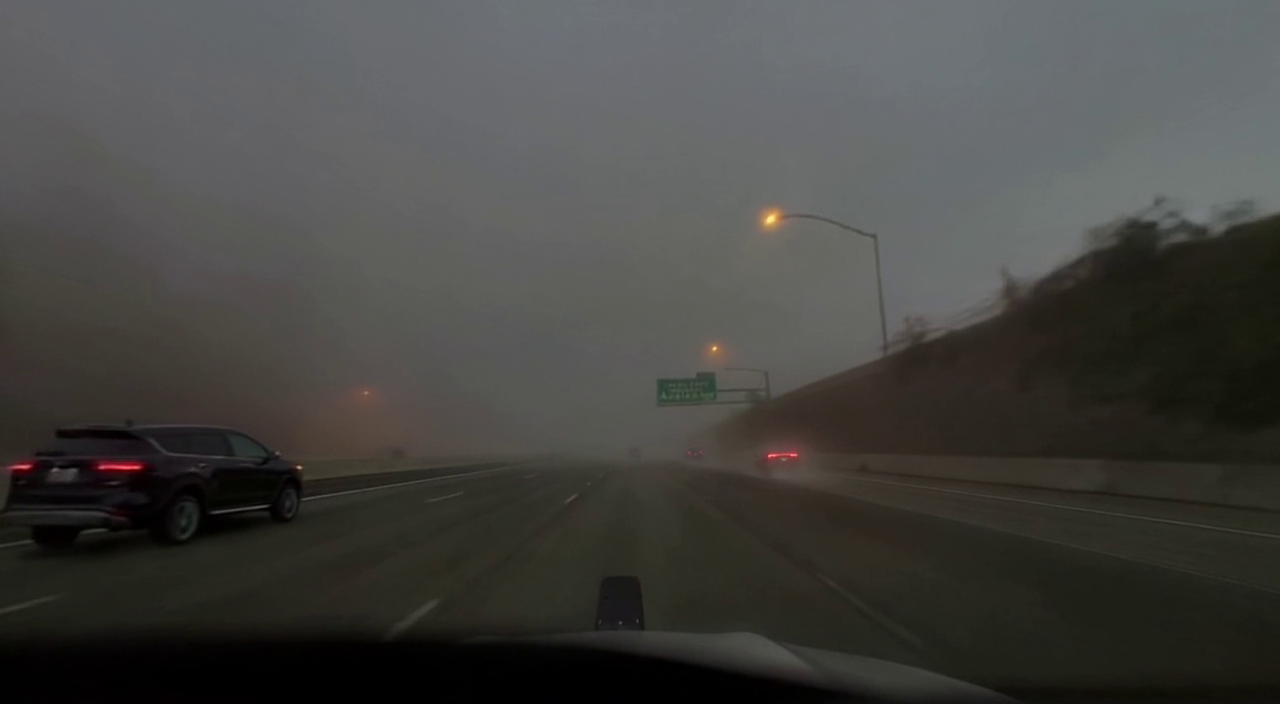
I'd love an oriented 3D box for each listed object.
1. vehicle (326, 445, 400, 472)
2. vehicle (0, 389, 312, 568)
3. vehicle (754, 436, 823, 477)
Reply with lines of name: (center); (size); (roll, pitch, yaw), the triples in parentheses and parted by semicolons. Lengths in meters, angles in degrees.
vehicle: (-18.731, 7.231, 42.972); (2.294, 1.719, 5.798); (0, -9, 1)
vehicle: (-7.692, 1.816, 9.724); (2.431, 2.005, 5.166); (0, -9, 0)
vehicle: (7.000, 4.995, 30.253); (2.167, 1.781, 4.340); (0, -9, -1)
